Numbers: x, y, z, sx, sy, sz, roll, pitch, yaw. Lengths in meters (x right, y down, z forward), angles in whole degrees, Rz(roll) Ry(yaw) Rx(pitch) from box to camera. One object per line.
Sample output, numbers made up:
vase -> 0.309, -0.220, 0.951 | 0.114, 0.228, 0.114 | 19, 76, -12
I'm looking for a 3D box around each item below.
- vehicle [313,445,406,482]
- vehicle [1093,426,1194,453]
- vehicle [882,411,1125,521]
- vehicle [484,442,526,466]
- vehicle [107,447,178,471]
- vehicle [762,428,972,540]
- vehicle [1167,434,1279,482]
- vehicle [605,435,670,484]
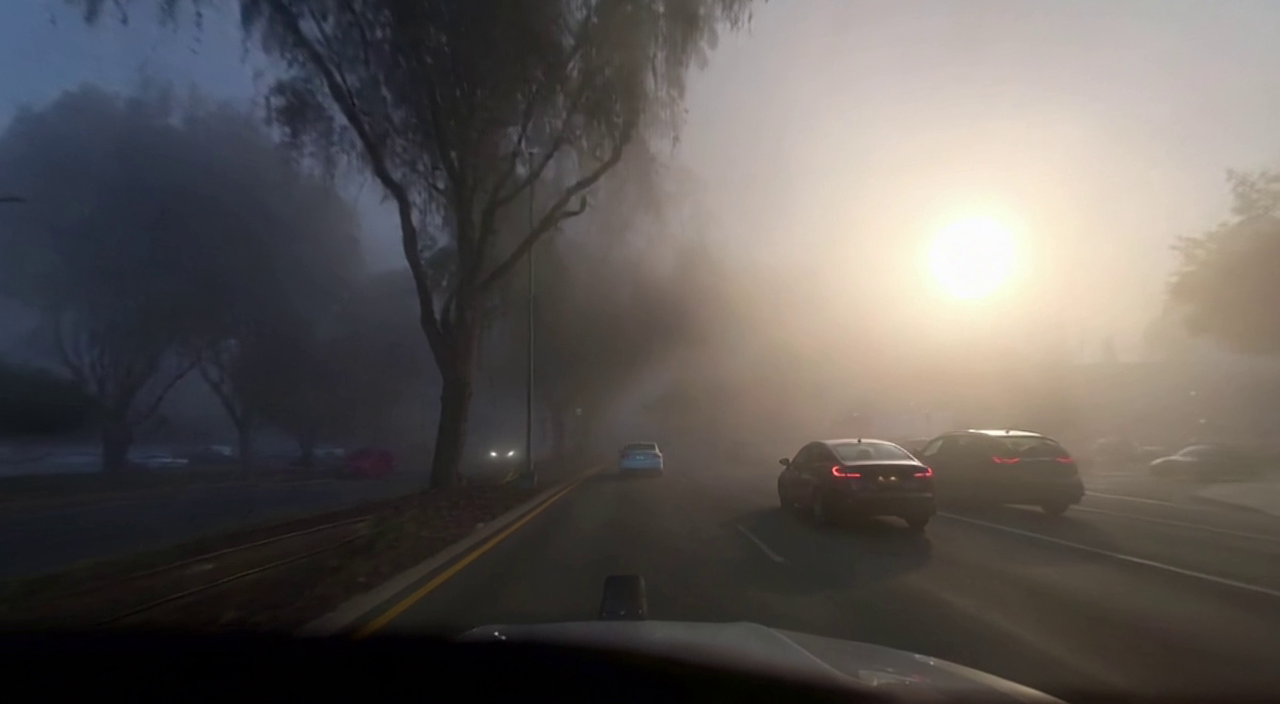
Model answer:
vehicle -> -12.029, 4.785, 27.476 | 1.931, 1.477, 4.630 | 0, -8, 0
vehicle -> 37.501, 6.523, 47.128 | 5.573, 1.973, 2.229 | 0, -8, 0
vehicle -> 6.957, 2.243, 12.879 | 2.134, 1.810, 4.590 | 0, -8, -1
vehicle -> -9.034, 6.866, 42.539 | 1.895, 1.503, 4.237 | 0, -8, 0
vehicle -> -36.898, 7.928, 46.999 | 1.944, 1.576, 4.005 | -3, -8, 1
vehicle -> 3.411, 2.060, 10.505 | 1.858, 1.466, 4.230 | 0, -8, -1
vehicle -> 20.795, 3.700, 21.854 | 4.354, 1.486, 1.970 | 5, -10, -21
vehicle -> -0.093, 3.595, 21.334 | 1.994, 1.479, 3.647 | 0, -8, 0
